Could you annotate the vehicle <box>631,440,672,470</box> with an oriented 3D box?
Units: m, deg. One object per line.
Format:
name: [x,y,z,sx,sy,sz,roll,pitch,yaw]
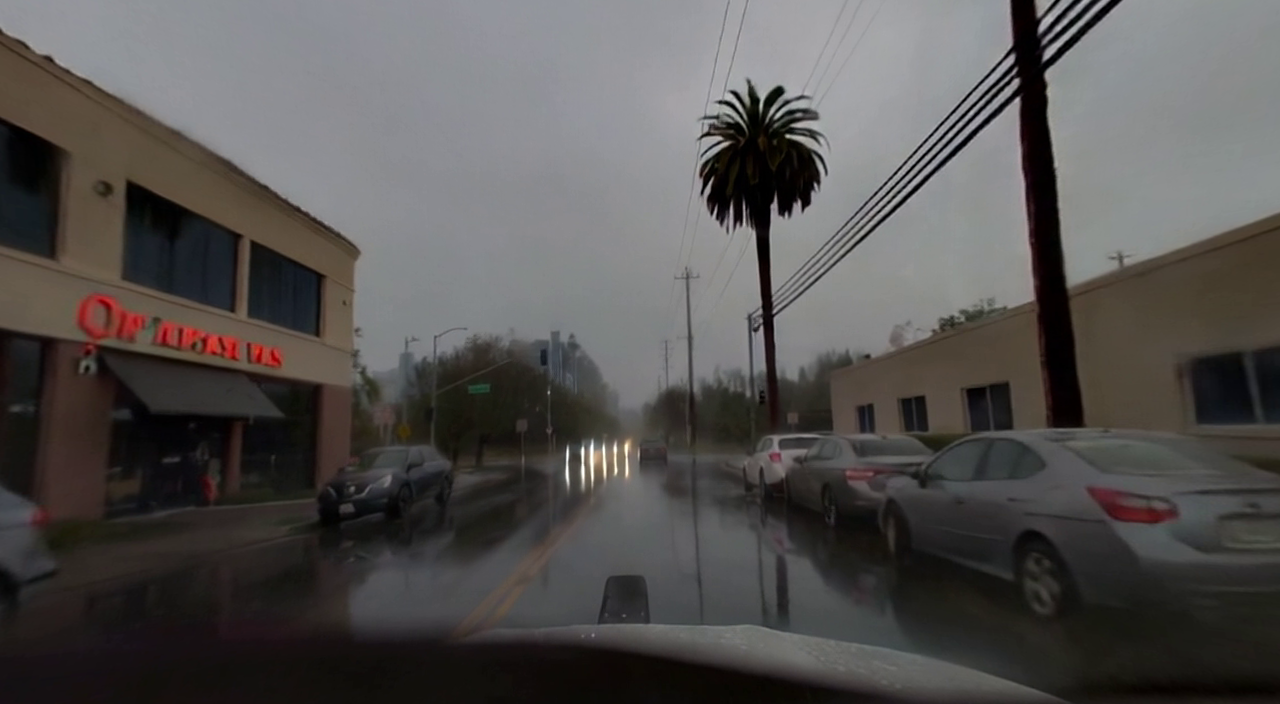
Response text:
vehicle: [0.571,5.674,34.972,2.125,1.524,4.404,-1,-9,-1]

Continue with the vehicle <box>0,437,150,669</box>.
vehicle: [-6.262,1.469,3.957,2.007,1.876,5.361,-1,-9,0]

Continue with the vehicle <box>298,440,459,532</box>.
vehicle: [-6.164,3.185,15.680,2.126,1.864,4.831,0,-9,-3]

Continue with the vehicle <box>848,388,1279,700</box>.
vehicle: [3.617,1.360,5.760,1.948,1.607,4.873,-1,-9,3]
